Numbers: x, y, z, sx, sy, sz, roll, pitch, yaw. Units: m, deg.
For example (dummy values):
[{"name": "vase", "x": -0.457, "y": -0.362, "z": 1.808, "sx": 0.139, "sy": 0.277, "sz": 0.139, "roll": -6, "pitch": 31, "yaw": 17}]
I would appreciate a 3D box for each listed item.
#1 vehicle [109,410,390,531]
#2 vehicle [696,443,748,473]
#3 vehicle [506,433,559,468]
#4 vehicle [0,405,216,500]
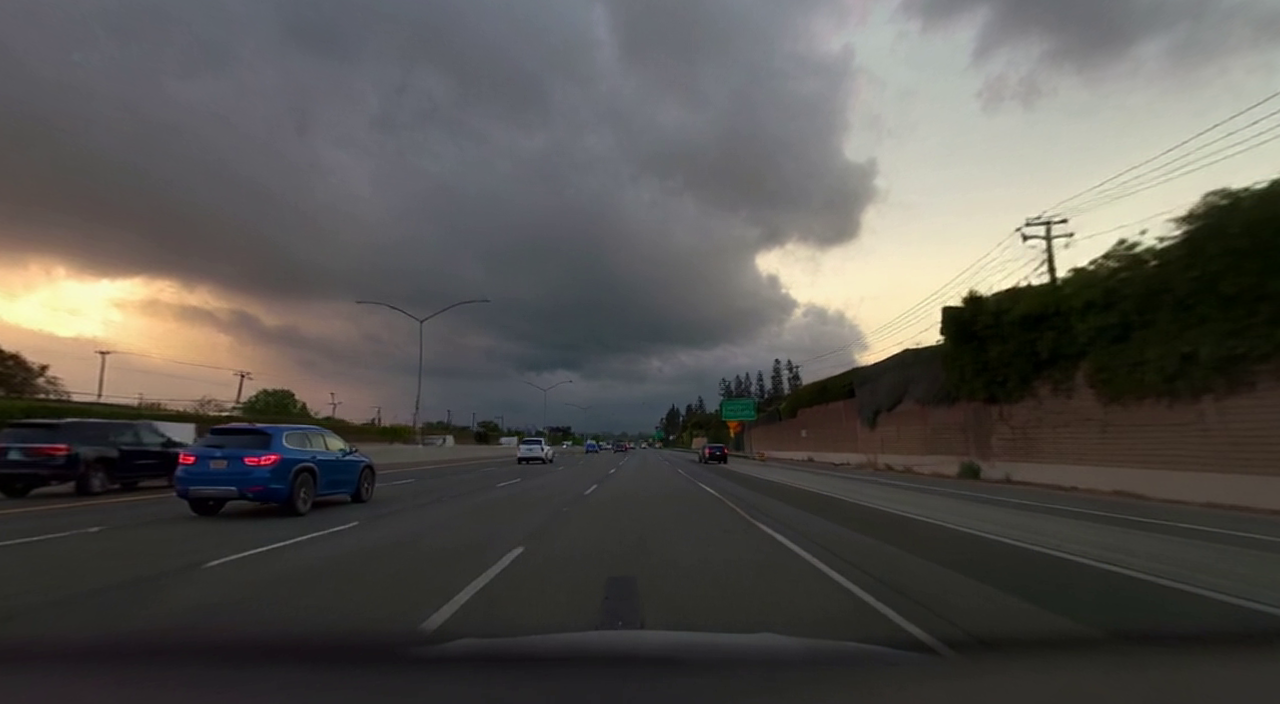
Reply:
[{"name": "vehicle", "x": -6.520, "y": 2.047, "z": 11.361, "sx": 2.058, "sy": 1.698, "sz": 4.567, "roll": 1, "pitch": -9, "yaw": 1}, {"name": "vehicle", "x": 4.531, "y": 5.895, "z": 35.337, "sx": 2.251, "sy": 1.520, "sz": 4.550, "roll": 1, "pitch": -9, "yaw": -1}, {"name": "vehicle", "x": -6.327, "y": 5.875, "z": 37.648, "sx": 2.255, "sy": 1.934, "sz": 4.868, "roll": 1, "pitch": -9, "yaw": 0}, {"name": "vehicle", "x": -13.783, "y": 2.491, "z": 15.839, "sx": 2.162, "sy": 1.922, "sz": 5.732, "roll": 1, "pitch": -9, "yaw": 0}]
